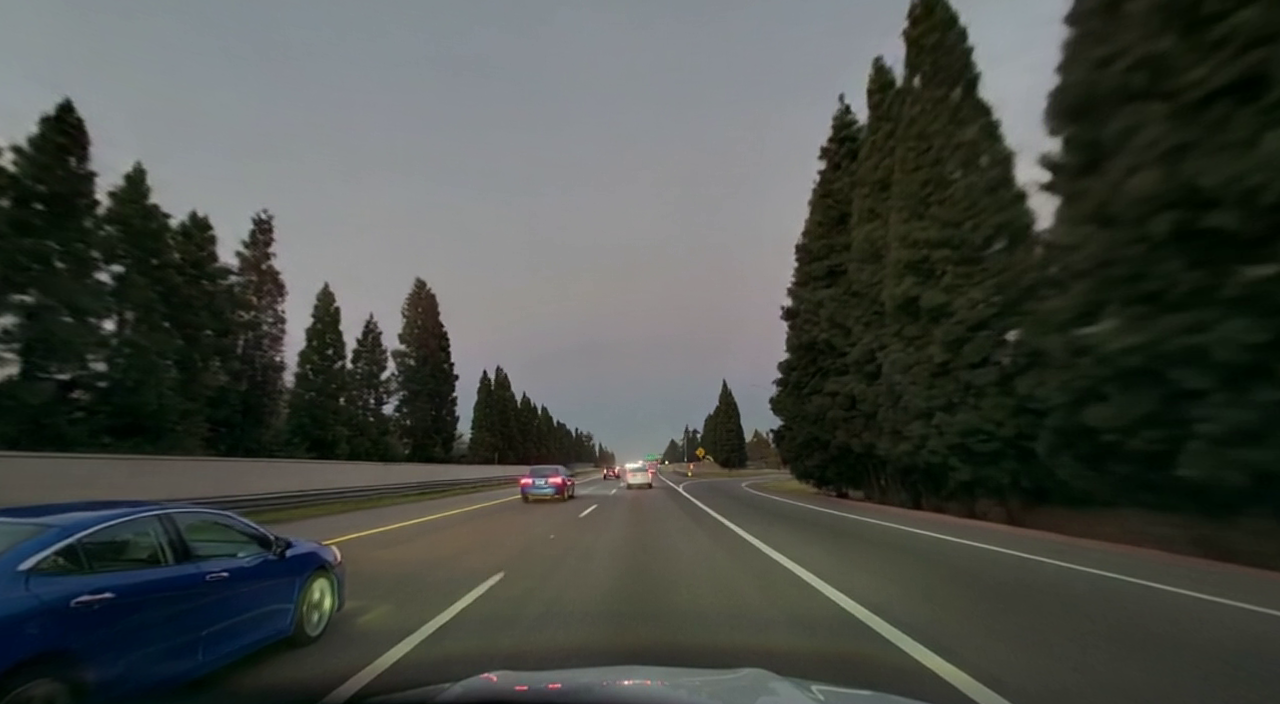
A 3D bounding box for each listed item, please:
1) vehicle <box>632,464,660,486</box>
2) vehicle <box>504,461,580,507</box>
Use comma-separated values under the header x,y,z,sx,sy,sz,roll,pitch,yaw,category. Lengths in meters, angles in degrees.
x,y,z,sx,sy,sz,roll,pitch,yaw,category
0.485,9.623,49.252,2.065,1.596,3.869,1,-10,1,vehicle
-3.533,4.874,23.540,2.047,1.523,4.279,1,-10,1,vehicle
